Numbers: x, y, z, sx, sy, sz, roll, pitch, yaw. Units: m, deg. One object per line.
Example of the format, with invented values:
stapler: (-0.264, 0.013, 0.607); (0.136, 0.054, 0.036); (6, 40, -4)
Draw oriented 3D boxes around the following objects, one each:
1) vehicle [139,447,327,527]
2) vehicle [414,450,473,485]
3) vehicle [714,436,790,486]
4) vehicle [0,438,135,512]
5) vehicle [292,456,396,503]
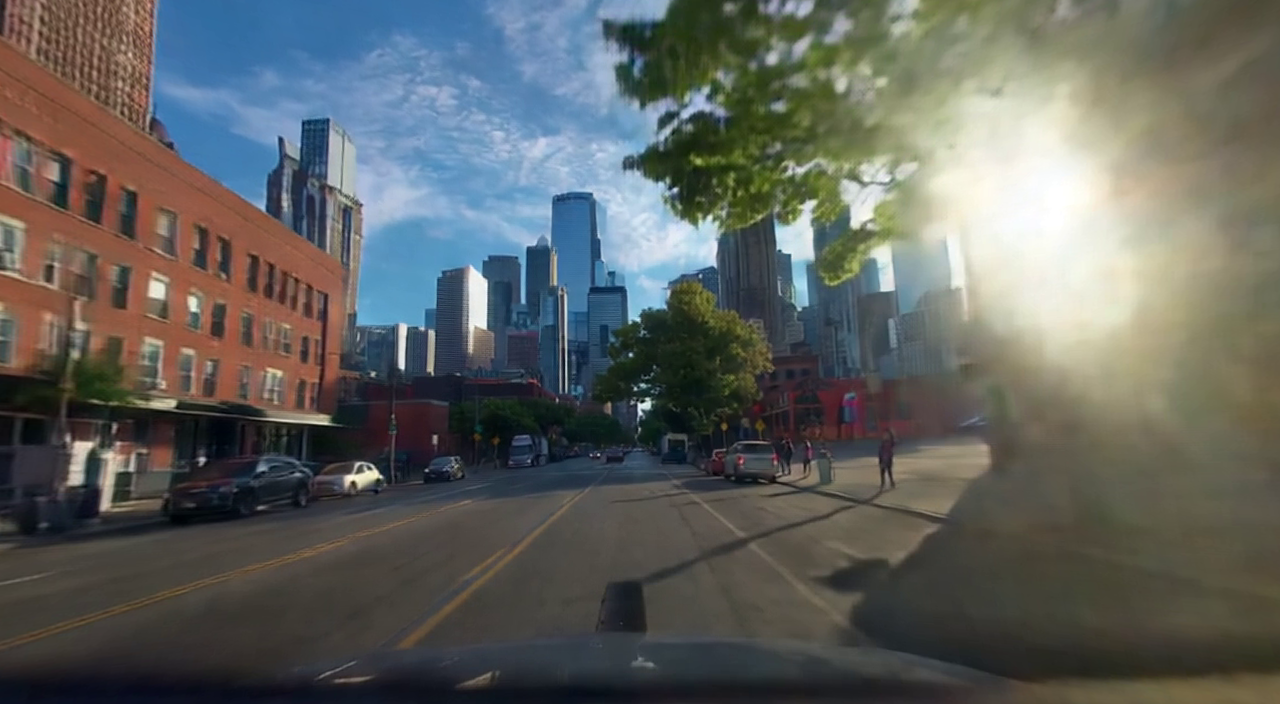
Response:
vehicle: (-11.344, 3.719, 18.273); (1.970, 1.828, 5.519); (-3, -8, -2)
vehicle: (-11.239, 6.640, 36.424); (2.039, 1.770, 4.445); (-3, -9, -1)
vehicle: (4.662, 4.649, 27.242); (2.237, 1.908, 5.320); (0, -9, -1)
vehicle: (-18.529, 3.746, 19.869); (4.675, 1.985, 2.189); (-4, -7, 25)
vehicle: (-11.356, 4.903, 24.581); (2.007, 1.511, 4.280); (-4, -10, 0)
